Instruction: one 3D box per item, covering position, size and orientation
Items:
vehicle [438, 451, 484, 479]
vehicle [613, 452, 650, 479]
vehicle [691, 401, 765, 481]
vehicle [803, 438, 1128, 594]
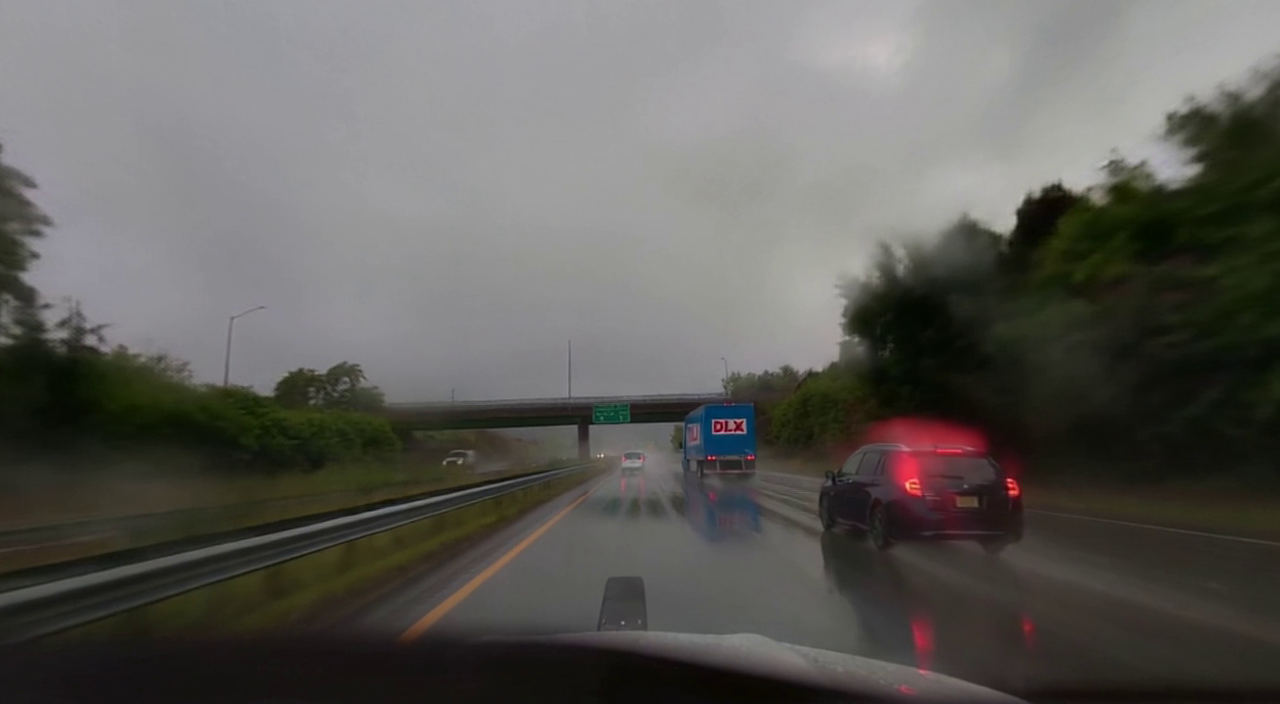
[{"bbox_3d":[-13.677,8.629,48.506,2.061,1.979,4.742,-1,-9,1],"label":"vehicle"},{"bbox_3d":[-0.455,6.665,37.155,2.055,1.445,3.661,0,-9,0],"label":"vehicle"},{"bbox_3d":[4.729,5.075,35.740,2.838,3.985,8.010,0,-9,-1],"label":"vehicle"},{"bbox_3d":[3.651,1.893,8.136,1.894,1.452,4.164,0,-9,-1],"label":"vehicle"}]
